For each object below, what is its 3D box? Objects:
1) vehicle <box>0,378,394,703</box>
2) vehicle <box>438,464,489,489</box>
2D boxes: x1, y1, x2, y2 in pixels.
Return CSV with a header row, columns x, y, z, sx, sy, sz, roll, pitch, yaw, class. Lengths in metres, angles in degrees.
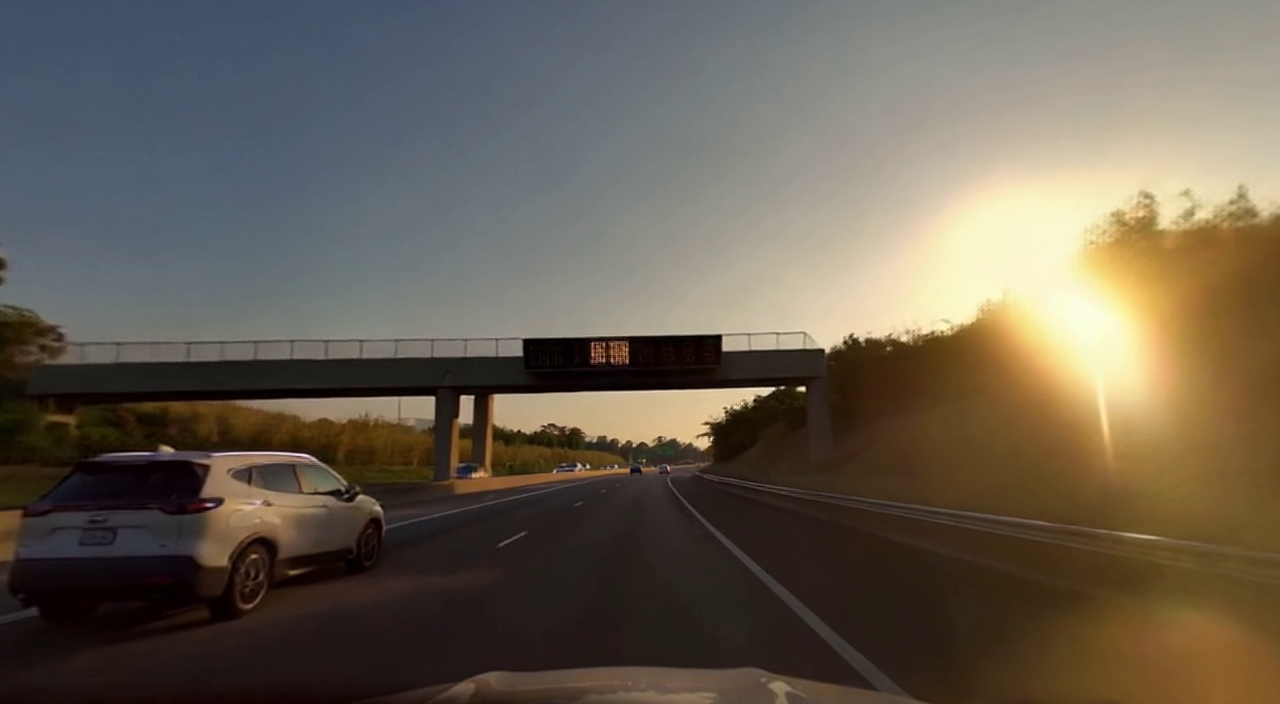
x,y,z,sx,sy,sz,roll,pitch,yaw,class
-4.142,1.376,5.373,2.141,1.697,4.641,1,-11,0,vehicle
-11.333,8.057,40.785,1.874,1.455,4.446,1,-11,1,vehicle
